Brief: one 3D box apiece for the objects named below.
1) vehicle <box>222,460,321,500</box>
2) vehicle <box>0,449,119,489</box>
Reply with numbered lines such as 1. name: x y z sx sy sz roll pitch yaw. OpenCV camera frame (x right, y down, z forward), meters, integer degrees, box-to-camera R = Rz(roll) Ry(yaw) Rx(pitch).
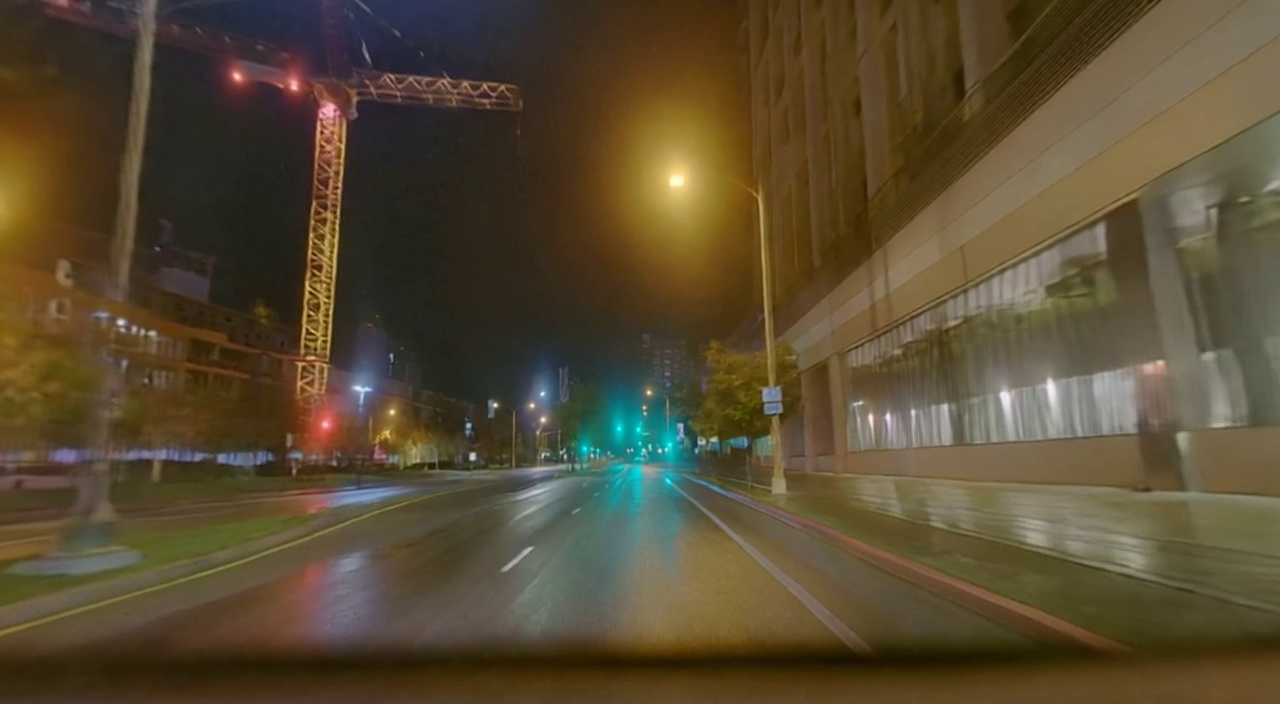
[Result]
1. vehicle: -17.092 5.943 29.521 1.921 1.541 4.541 -1 -8 0
2. vehicle: -25.329 4.958 26.854 4.308 1.612 1.989 1 -9 -2
